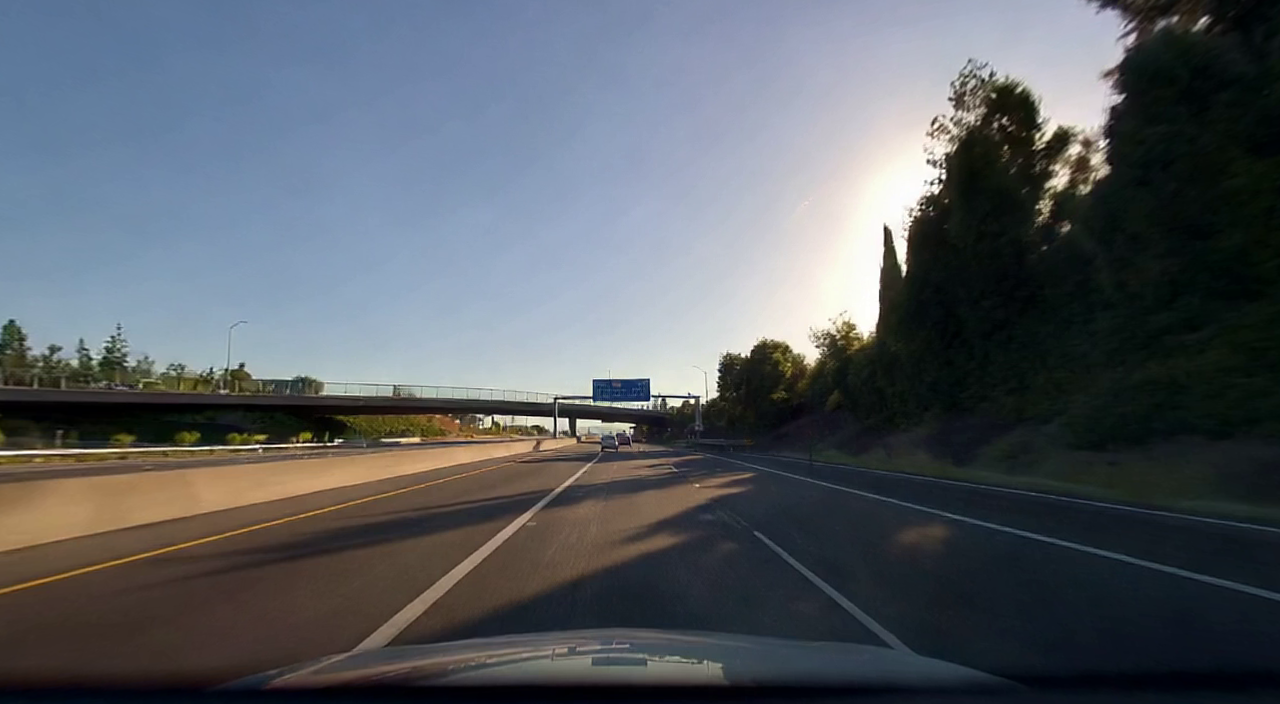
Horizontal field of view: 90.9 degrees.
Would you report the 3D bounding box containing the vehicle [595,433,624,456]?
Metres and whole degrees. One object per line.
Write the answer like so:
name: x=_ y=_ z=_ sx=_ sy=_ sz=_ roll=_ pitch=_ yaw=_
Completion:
vehicle: x=-2.135 y=6.547 z=44.617 sx=1.993 sy=1.519 sz=4.046 roll=0 pitch=-8 yaw=-2
